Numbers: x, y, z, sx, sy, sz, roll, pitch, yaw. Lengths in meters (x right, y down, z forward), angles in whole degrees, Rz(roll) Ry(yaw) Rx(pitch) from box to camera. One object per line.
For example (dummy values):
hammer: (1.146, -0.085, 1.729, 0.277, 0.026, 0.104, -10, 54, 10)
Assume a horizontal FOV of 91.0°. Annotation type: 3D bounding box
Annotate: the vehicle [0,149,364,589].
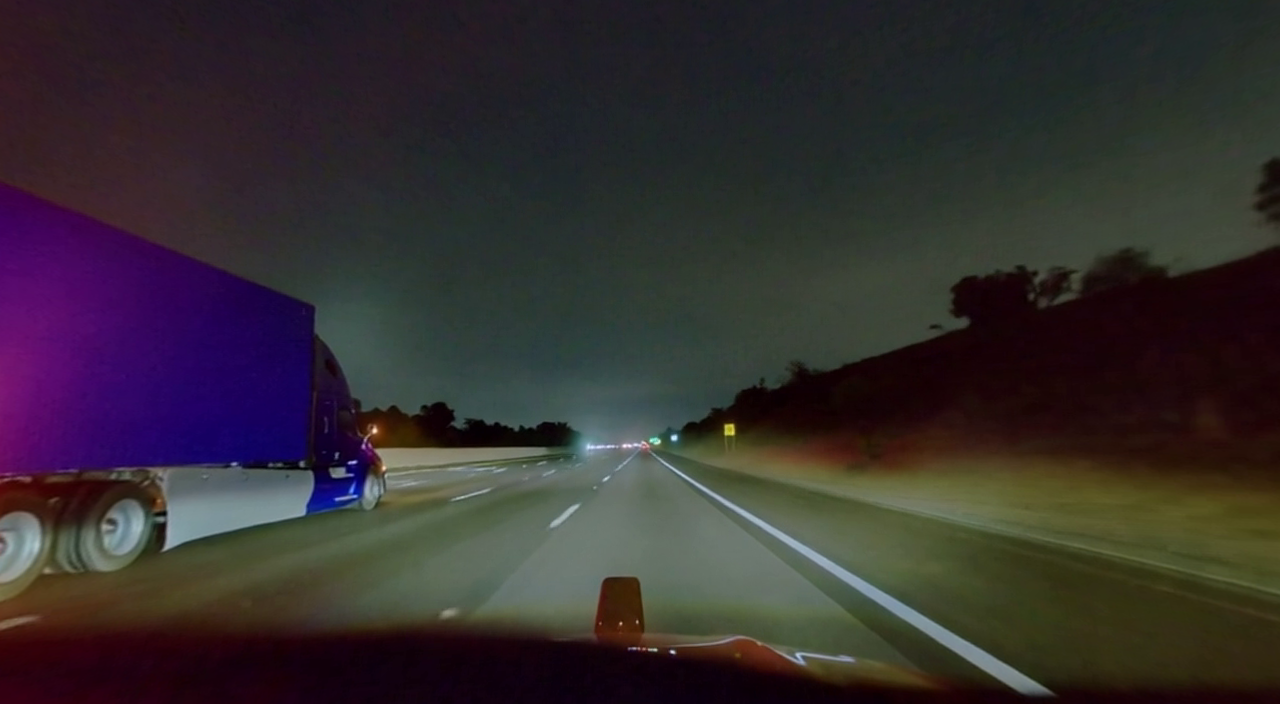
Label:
vehicle: (-7.231, 0.537, 8.280, 2.996, 3.947, 8.600, 0, -9, 2)
